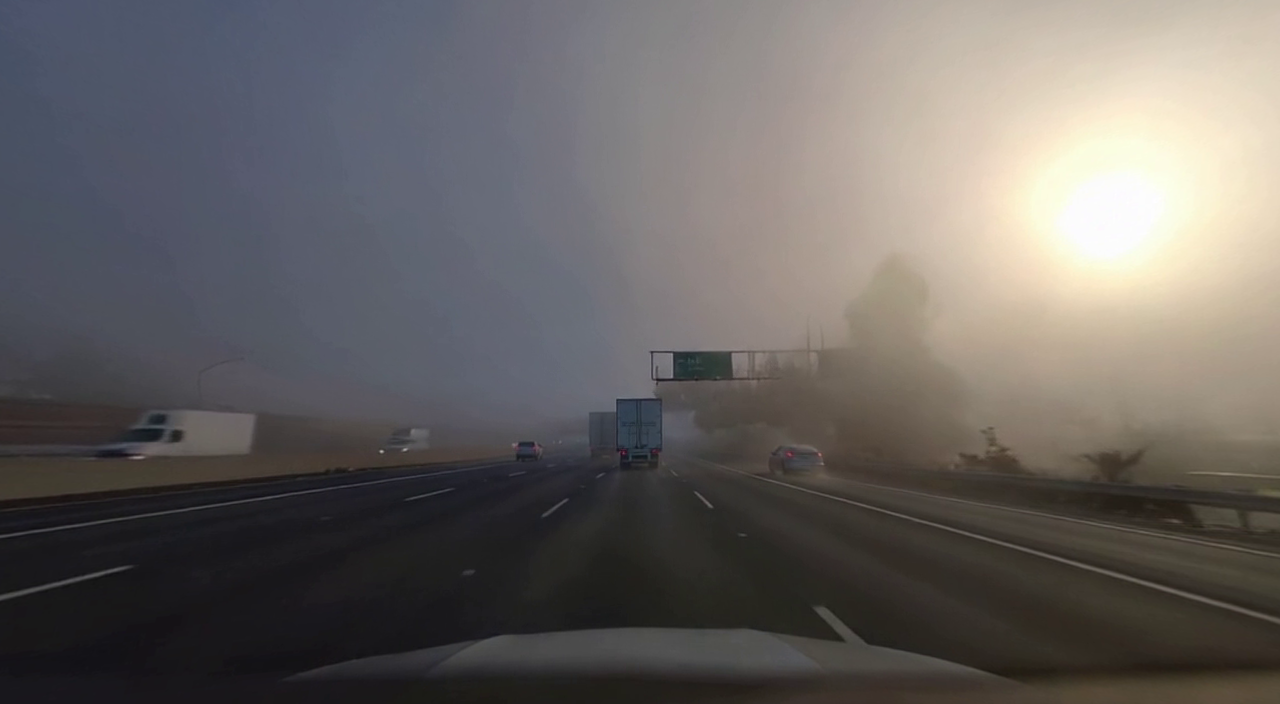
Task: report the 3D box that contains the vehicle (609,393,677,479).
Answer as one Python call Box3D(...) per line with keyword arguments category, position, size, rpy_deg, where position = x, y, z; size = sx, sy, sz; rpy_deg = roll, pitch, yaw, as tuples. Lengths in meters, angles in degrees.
Box3D(category="vehicle", position=(0.045, 4.534, 35.420), size=(3.054, 3.944, 11.230), rpy_deg=(-2, -6, -1))

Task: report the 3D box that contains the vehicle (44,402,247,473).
Box3D(category="vehicle", position=(-19.022, 3.406, 24.966), size=(2.825, 2.420, 6.603), rpy_deg=(0, -8, -2))

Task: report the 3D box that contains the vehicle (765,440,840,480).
Box3D(category="vehicle", position=(6.803, 4.566, 26.968), size=(1.969, 1.560, 4.394), rpy_deg=(0, -8, -1))

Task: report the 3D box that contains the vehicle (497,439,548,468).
Box3D(category="vehicle", position=(-6.795, 5.919, 36.976), size=(1.992, 1.547, 4.673), rpy_deg=(0, -8, 1))
